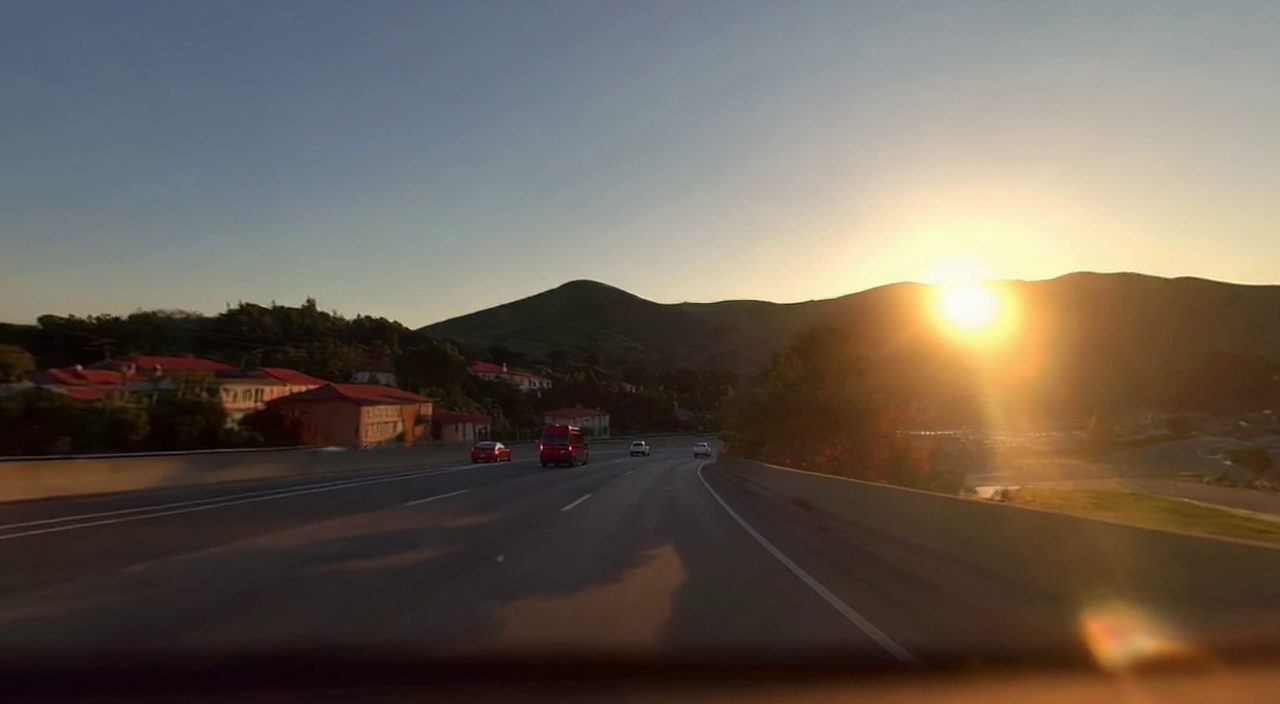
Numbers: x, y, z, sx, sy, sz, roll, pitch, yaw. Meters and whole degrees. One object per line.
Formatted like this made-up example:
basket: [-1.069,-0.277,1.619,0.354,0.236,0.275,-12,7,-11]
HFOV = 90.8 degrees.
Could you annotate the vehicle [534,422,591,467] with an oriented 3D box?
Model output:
vehicle: [-4.964,6.095,41.559,2.314,2.703,6.441,-1,-9,6]

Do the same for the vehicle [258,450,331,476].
vehicle: [-21.298,6.828,39.146,1.866,1.487,4.409,-1,-9,3]

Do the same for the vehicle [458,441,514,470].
vehicle: [-8.771,5.944,36.464,1.821,1.524,4.342,-1,-9,5]
